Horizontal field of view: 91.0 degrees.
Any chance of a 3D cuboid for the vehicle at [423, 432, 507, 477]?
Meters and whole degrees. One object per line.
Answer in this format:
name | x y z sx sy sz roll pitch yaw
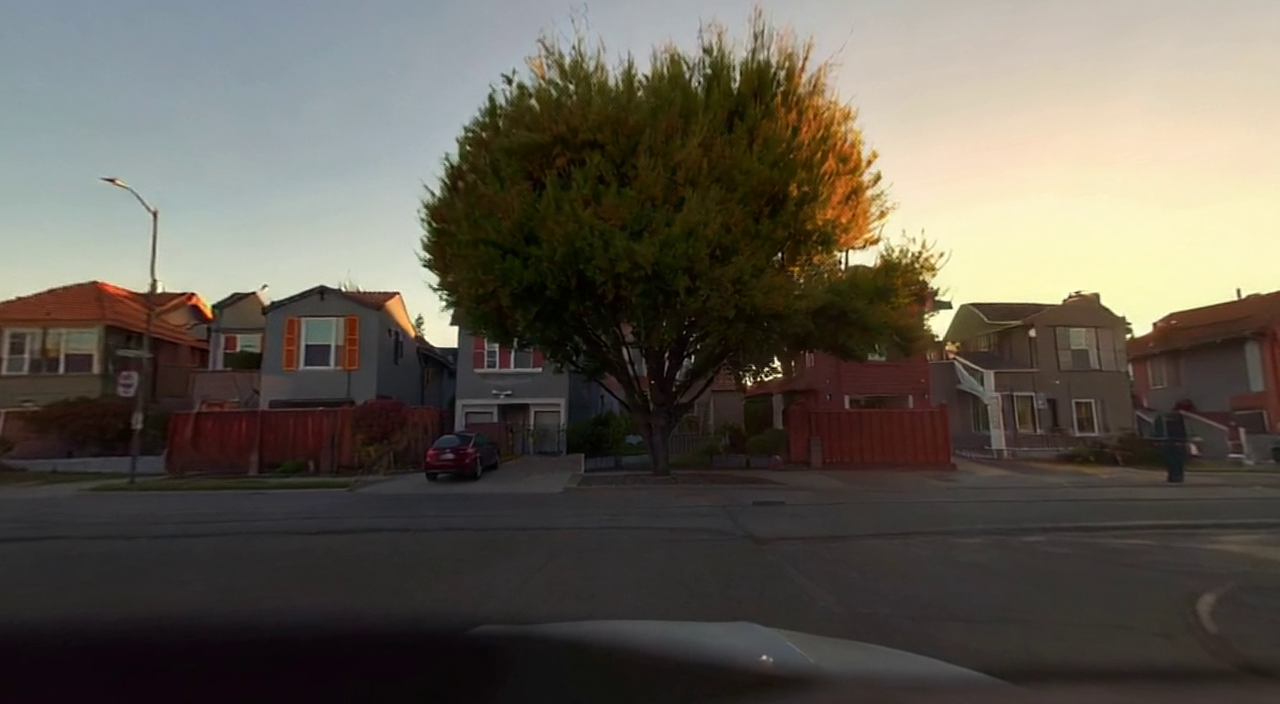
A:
vehicle | -6.340 3.788 23.340 1.968 1.491 4.486 0 -9 -2
